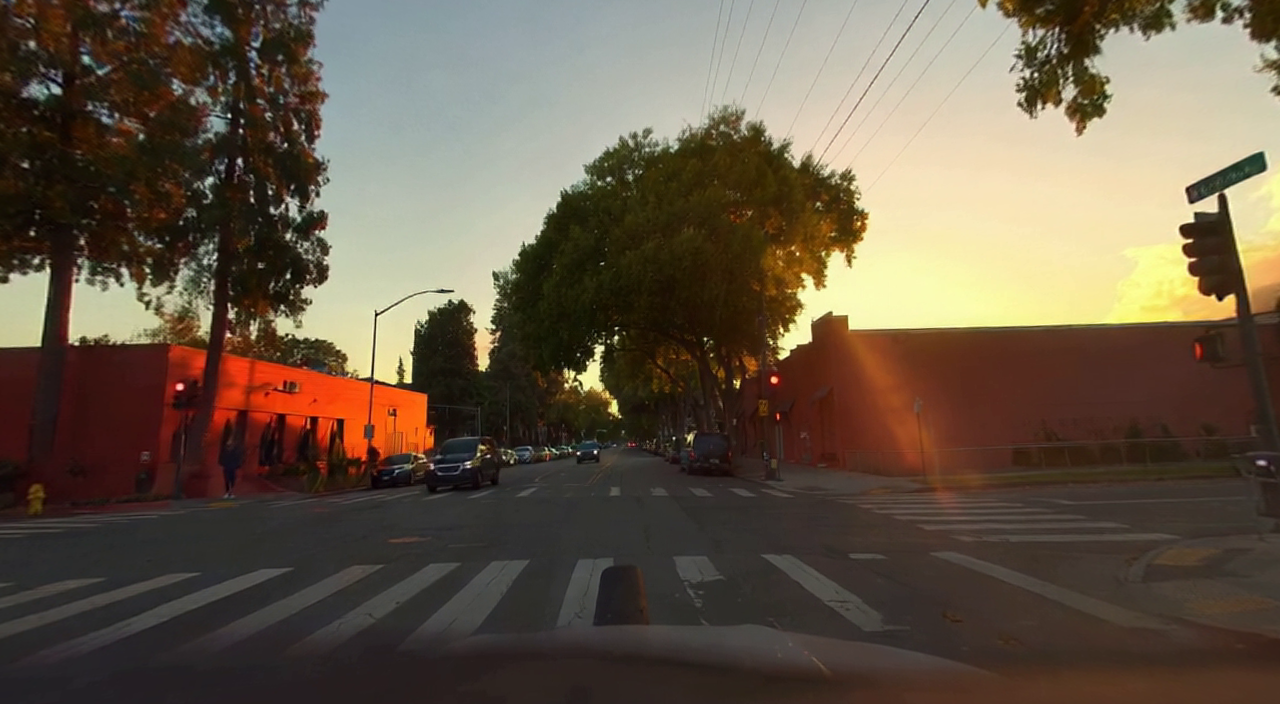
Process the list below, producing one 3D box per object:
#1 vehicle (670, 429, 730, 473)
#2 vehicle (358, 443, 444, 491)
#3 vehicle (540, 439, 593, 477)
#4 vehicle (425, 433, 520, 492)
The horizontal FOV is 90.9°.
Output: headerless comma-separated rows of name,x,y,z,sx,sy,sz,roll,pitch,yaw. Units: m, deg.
vehicle,3.101,5.305,34.008,2.557,2.188,5.164,0,-8,-2
vehicle,-9.917,4.751,26.580,2.216,1.804,4.526,1,-8,-6
vehicle,-3.258,4.786,28.694,2.033,1.596,4.142,0,-8,-2
vehicle,-5.866,3.920,22.846,2.242,1.887,4.924,0,-8,-2
